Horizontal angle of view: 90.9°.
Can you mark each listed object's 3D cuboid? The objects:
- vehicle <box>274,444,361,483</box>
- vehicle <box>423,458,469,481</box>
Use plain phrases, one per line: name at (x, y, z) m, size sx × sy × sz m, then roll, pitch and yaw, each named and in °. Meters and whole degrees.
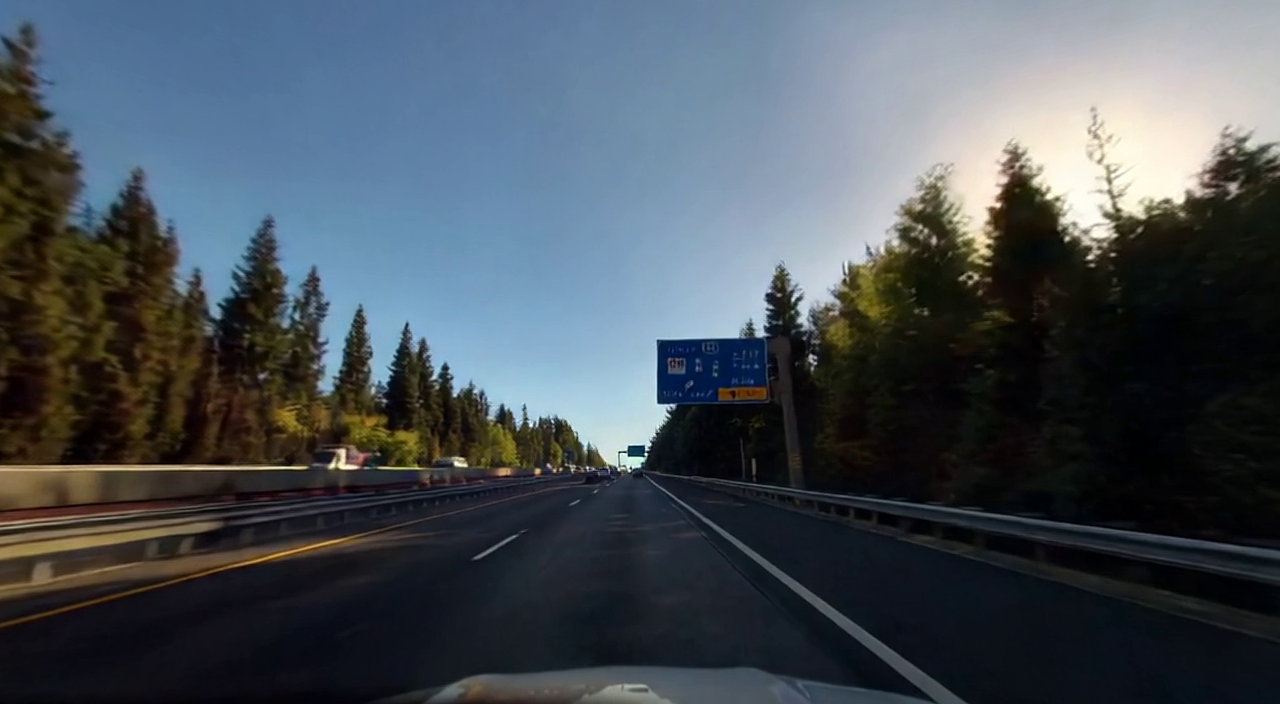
vehicle at (-17.318, 6.055, 34.149) m, size 2.202 × 1.949 × 4.821 m, roll 1°, pitch -10°, yaw -1°
vehicle at (-13.587, 8.282, 44.323) m, size 1.892 × 1.505 × 3.912 m, roll 1°, pitch -10°, yaw 0°
